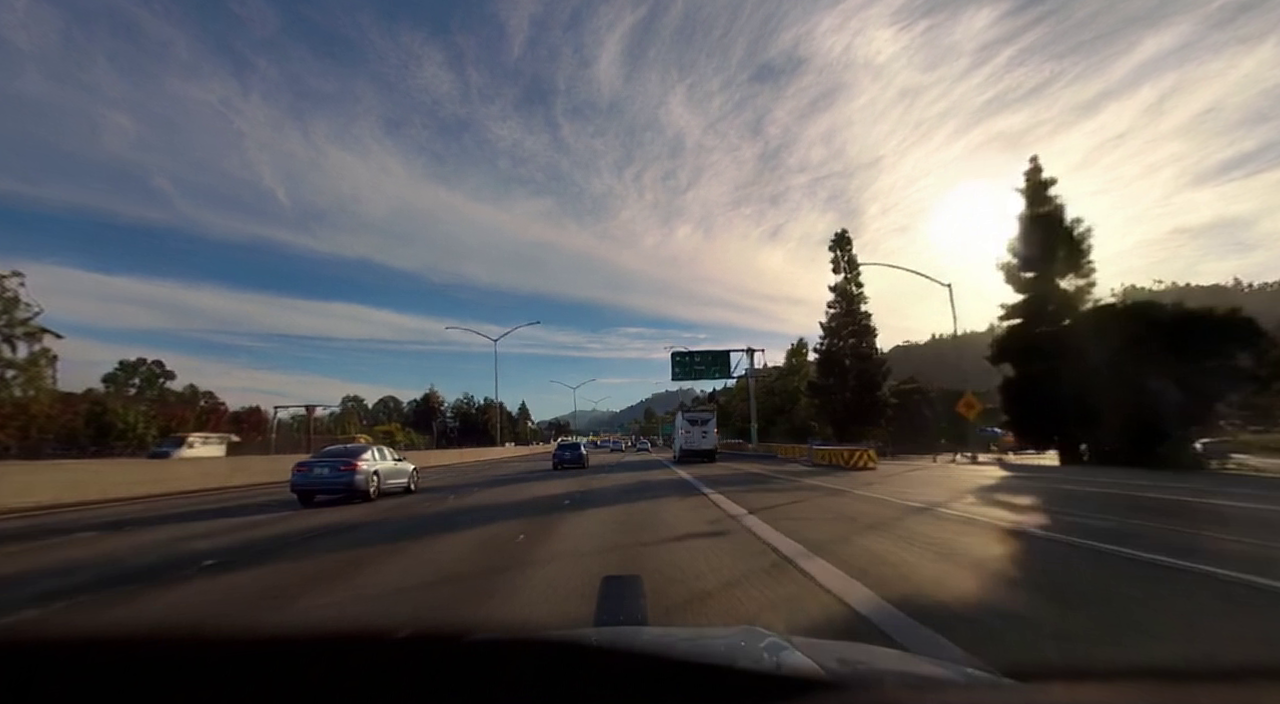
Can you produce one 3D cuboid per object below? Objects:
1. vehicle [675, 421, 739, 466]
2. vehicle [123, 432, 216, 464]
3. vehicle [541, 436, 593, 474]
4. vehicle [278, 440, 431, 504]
[{"bbox_3d":[4.278,6.447,44.048,2.891,2.596,15.534,0,-9,0],"label":"vehicle"},{"bbox_3d":[-35.778,7.356,48.146,2.513,2.308,5.702,0,-9,2],"label":"vehicle"},{"bbox_3d":[-3.488,5.034,30.909,2.017,1.683,4.094,0,-9,0],"label":"vehicle"},{"bbox_3d":[-7.455,3.163,17.034,2.050,1.487,4.372,0,-9,0],"label":"vehicle"}]
